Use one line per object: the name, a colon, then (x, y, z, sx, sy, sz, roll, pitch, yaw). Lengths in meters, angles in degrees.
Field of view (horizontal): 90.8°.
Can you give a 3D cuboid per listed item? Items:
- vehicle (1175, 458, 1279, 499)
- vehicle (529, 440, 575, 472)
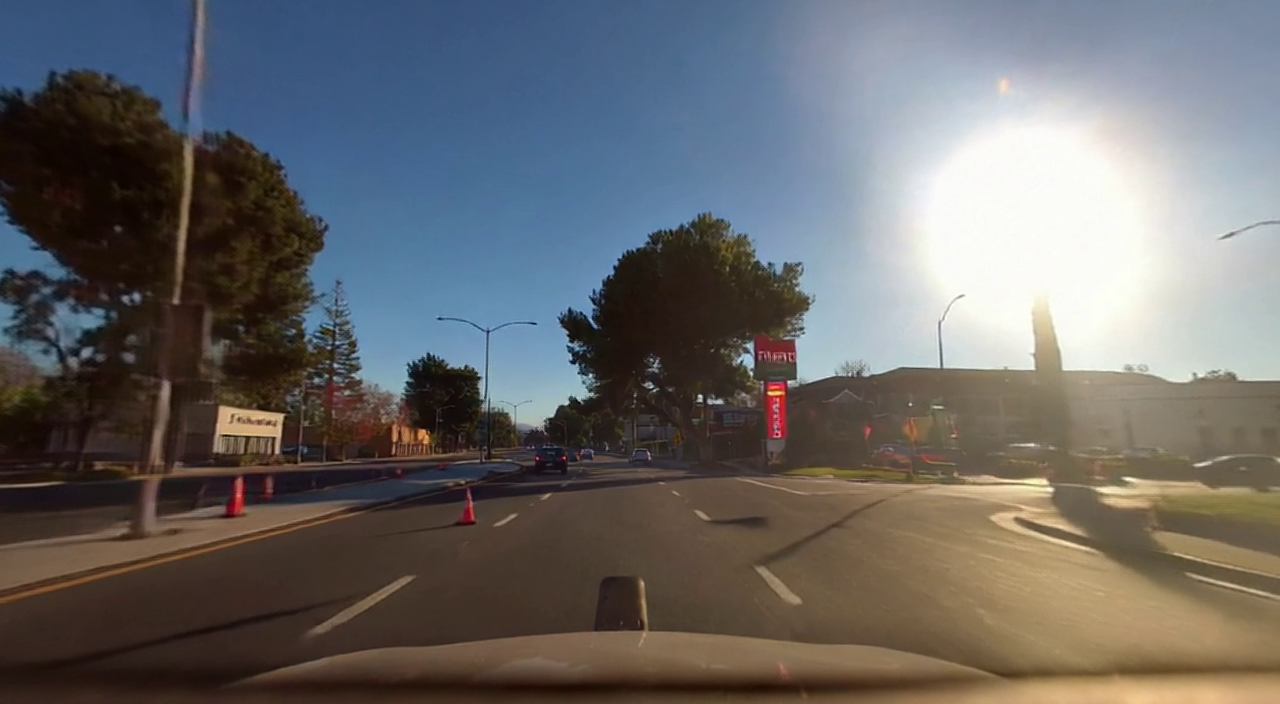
vehicle: (25.779, 5.277, 26.634, 4.906, 1.447, 2.076, 1, -5, -7)
vehicle: (-5.078, 6.074, 36.998, 2.381, 1.721, 4.186, 0, -9, -4)
